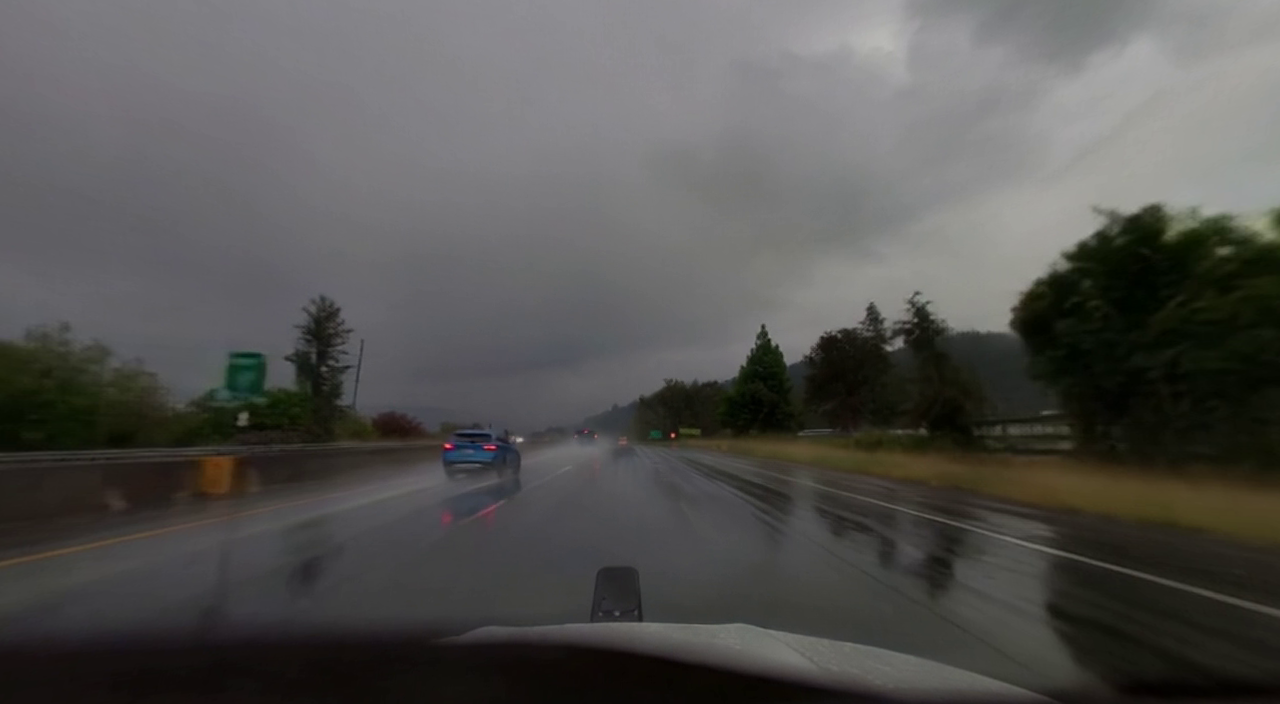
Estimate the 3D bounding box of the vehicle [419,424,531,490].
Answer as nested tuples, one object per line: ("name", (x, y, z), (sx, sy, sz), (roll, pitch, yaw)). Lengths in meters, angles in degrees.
("vehicle", (-4.581, 2.973, 18.241), (2.070, 1.647, 4.577), (0, -8, -1))
